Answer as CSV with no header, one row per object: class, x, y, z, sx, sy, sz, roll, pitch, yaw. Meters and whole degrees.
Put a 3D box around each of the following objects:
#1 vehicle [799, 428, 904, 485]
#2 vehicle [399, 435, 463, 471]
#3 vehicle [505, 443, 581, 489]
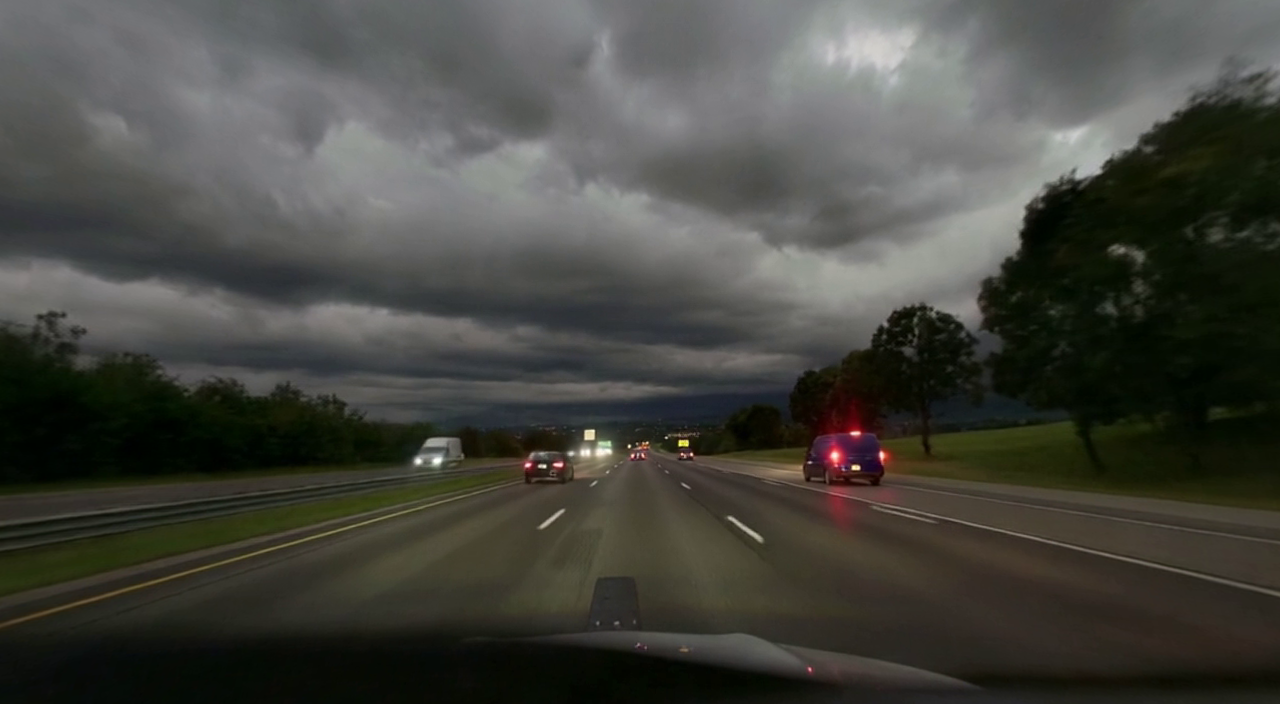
vehicle,7.845,3.948,23.955,2.133,1.933,4.986,0,-9,-1
vehicle,-14.900,7.264,45.282,2.523,2.377,6.182,0,-9,0
vehicle,-3.560,4.265,23.885,2.160,1.530,4.500,0,-9,0
